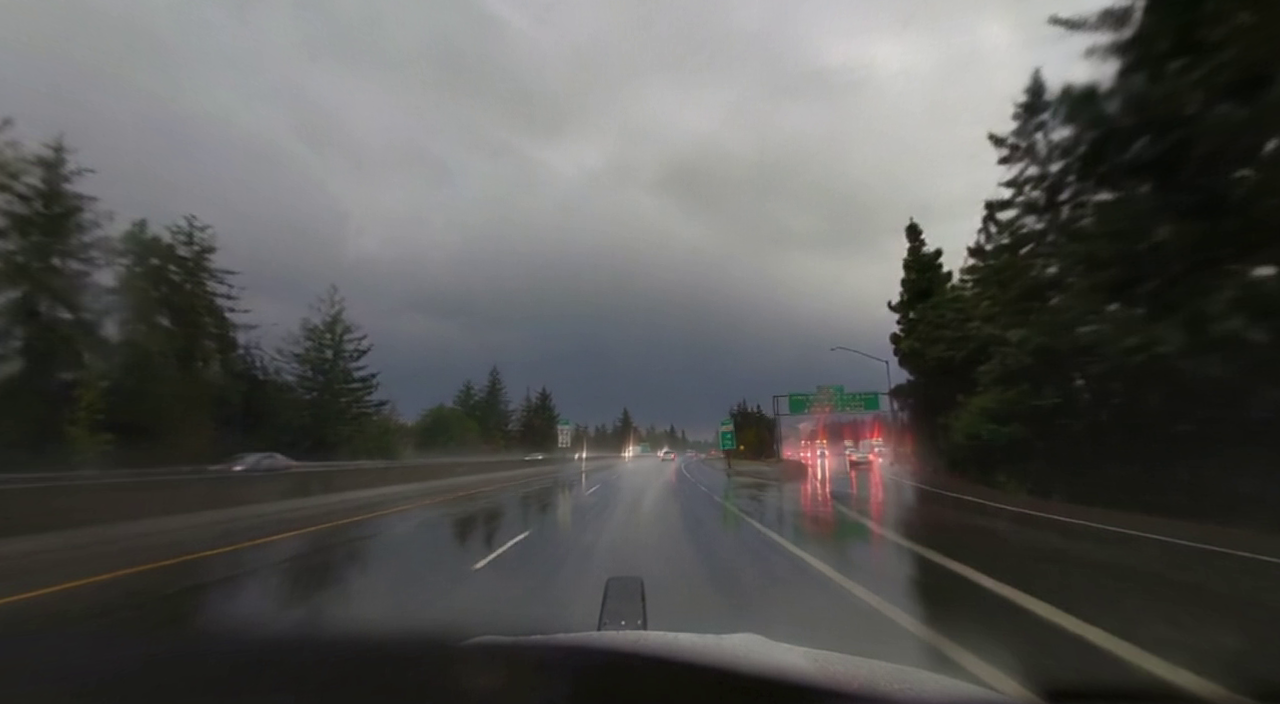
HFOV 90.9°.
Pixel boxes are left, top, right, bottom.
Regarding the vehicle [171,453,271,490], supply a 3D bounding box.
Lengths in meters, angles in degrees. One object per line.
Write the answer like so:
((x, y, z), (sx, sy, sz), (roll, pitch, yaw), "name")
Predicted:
((-18.980, 5.405, 28.751), (1.864, 1.509, 3.779), (-1, -9, 2), "vehicle")
